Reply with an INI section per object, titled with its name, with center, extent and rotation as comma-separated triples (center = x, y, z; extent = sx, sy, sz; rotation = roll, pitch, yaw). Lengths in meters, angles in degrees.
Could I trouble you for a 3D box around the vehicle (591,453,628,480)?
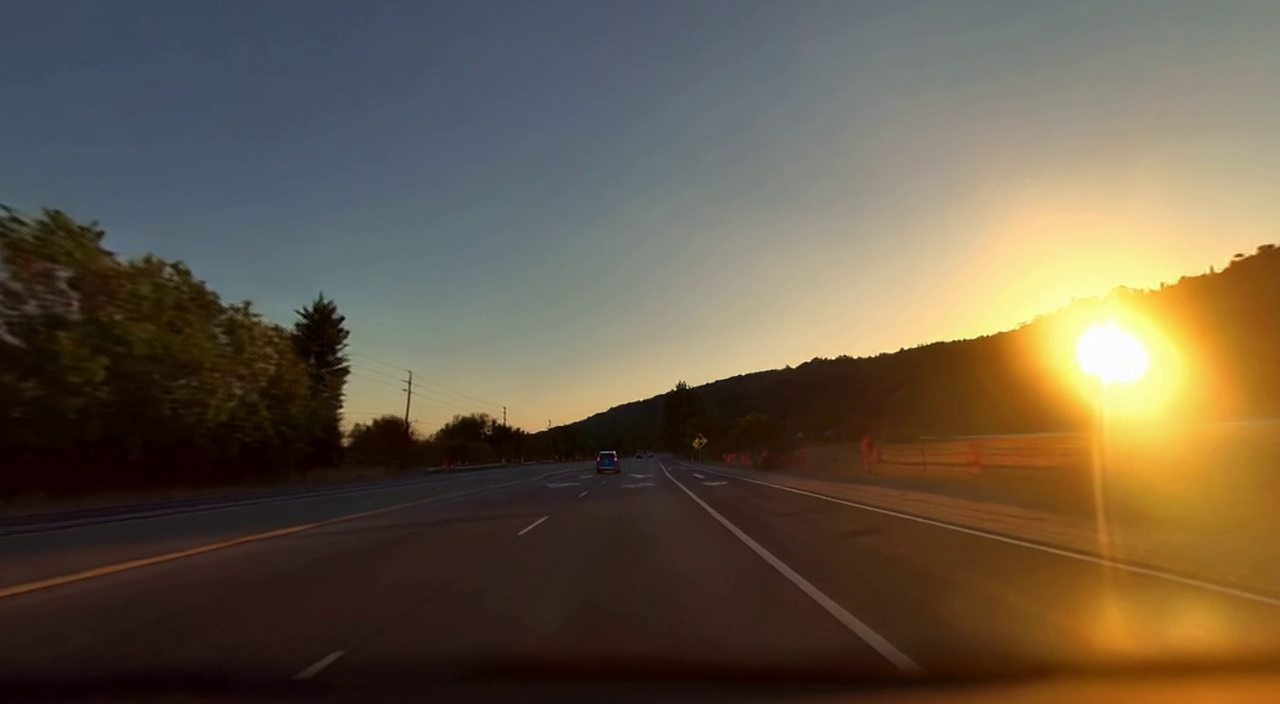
[vehicle]
center = -1.884, 7.311, 40.559
extent = 2.053, 1.647, 4.252
rotation = -1, -9, 2
